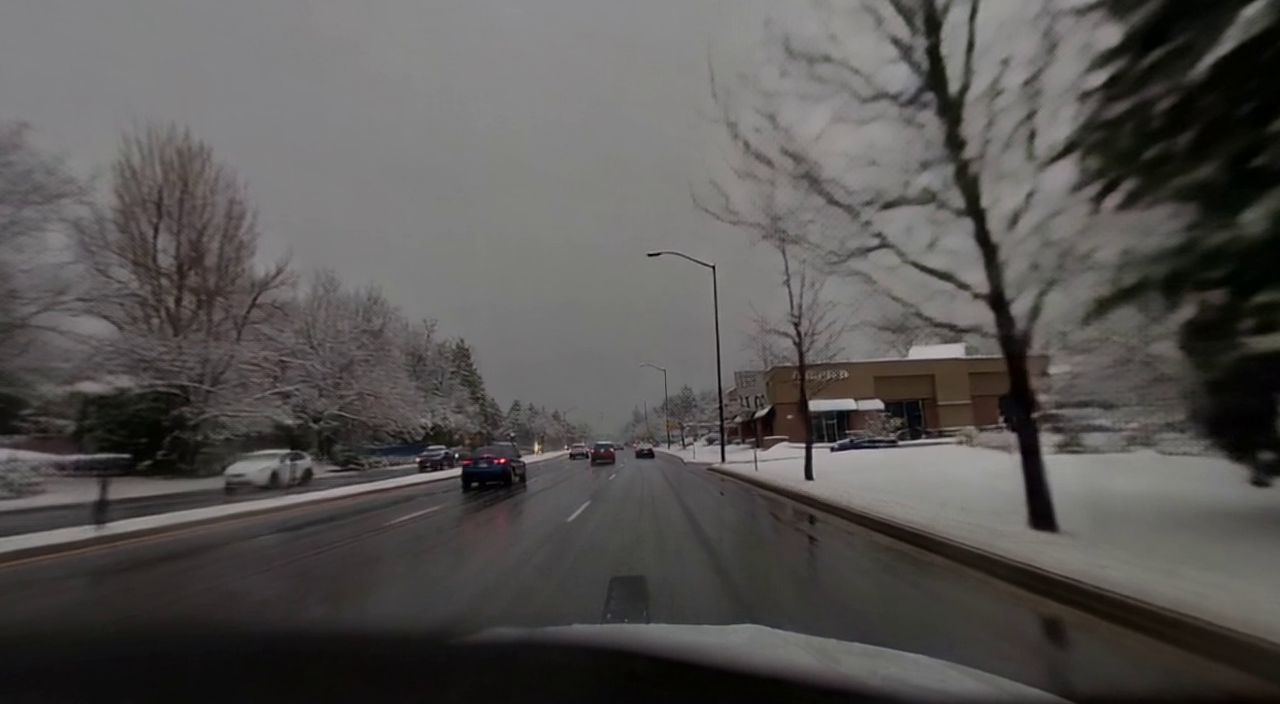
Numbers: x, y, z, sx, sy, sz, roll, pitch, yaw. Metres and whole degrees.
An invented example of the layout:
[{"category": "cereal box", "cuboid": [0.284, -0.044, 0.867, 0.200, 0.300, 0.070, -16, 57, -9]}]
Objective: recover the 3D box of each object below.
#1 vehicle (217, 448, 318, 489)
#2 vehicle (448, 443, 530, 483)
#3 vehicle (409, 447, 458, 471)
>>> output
[{"category": "vehicle", "cuboid": [-17.589, 5.475, 30.067, 2.027, 1.773, 4.501, 0, -9, 0]}, {"category": "vehicle", "cuboid": [-5.813, 4.319, 24.873, 2.072, 1.427, 4.328, 0, -9, 1]}, {"category": "vehicle", "cuboid": [-13.630, 7.055, 41.842, 1.937, 1.526, 4.530, 0, -9, -3]}]
